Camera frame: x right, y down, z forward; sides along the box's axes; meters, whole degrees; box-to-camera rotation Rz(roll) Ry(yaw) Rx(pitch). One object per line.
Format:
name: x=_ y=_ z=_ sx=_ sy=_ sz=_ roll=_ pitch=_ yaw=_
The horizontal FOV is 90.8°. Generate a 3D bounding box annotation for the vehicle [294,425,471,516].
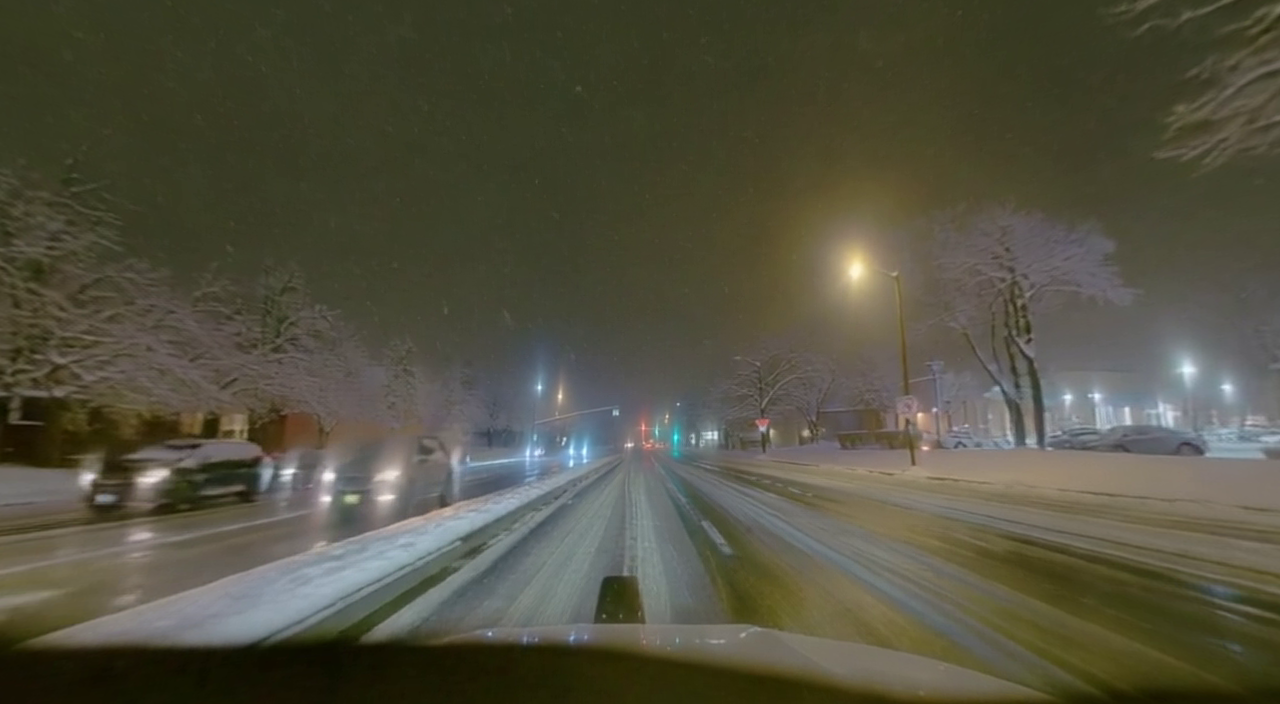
vehicle: x=-5.644 y=2.638 z=14.645 sx=2.129 sy=1.748 sz=4.555 roll=0 pitch=-8 yaw=1

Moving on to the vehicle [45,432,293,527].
vehicle: x=-9.707 y=2.623 z=13.608 sx=1.954 sy=1.694 sz=4.310 roll=0 pitch=-8 yaw=1
